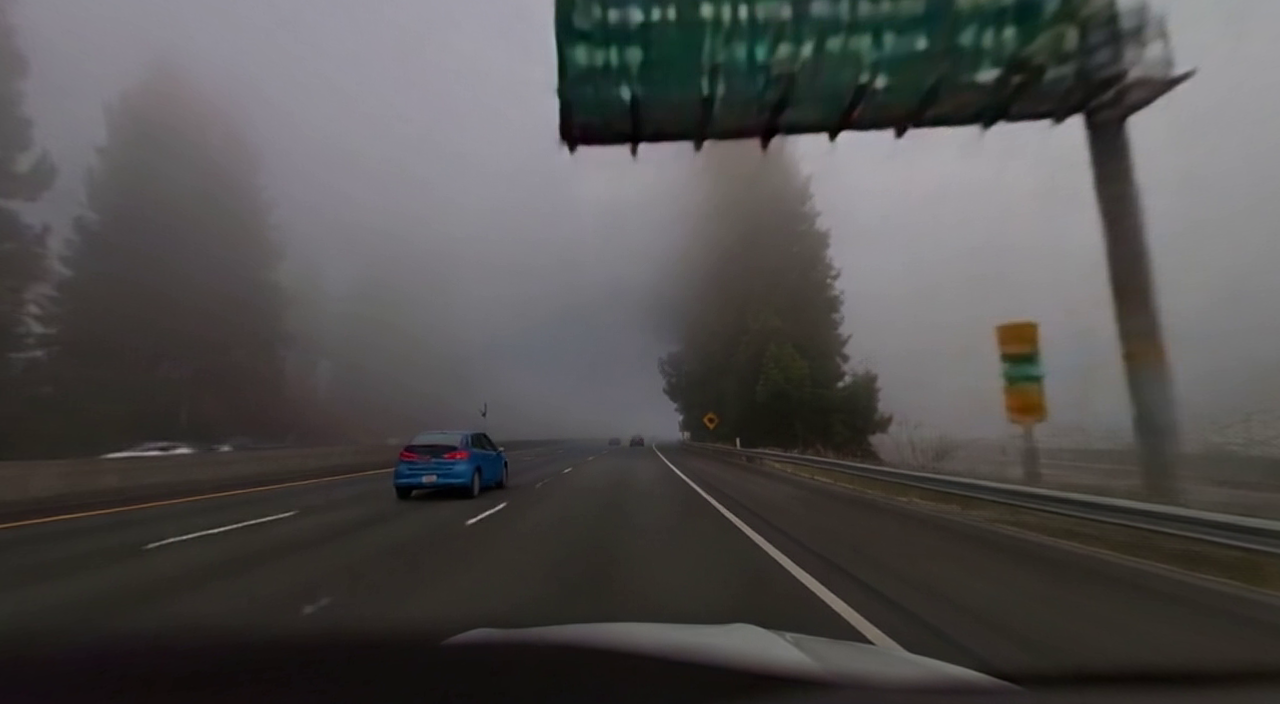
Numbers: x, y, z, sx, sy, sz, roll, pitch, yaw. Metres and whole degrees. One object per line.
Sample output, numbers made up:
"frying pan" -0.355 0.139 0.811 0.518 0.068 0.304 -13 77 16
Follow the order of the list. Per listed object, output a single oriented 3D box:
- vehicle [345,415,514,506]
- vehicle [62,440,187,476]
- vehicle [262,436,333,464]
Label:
"vehicle" -4.217 2.236 13.540 2.052 1.626 4.514 0 -8 0
"vehicle" -24.014 4.919 29.631 1.887 1.503 4.690 0 -8 0
"vehicle" -19.873 5.688 36.743 1.797 1.507 3.975 0 -8 1
